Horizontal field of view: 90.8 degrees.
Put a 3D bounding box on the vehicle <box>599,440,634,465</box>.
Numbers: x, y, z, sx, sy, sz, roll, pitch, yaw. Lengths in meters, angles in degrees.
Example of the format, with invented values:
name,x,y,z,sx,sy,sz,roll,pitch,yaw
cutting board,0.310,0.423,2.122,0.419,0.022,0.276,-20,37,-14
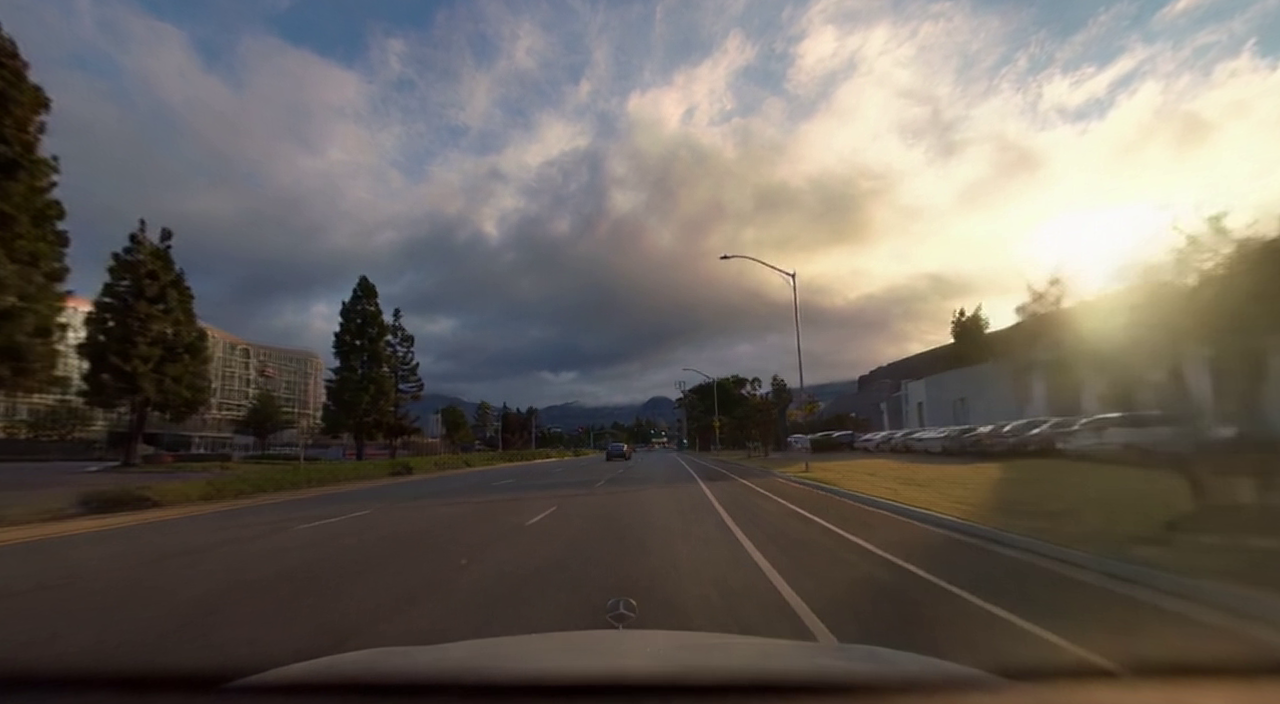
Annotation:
name,x,y,z,sx,sy,sz,roll,pitch,yaw
vehicle,-1.607,7.171,45.054,2.121,1.654,3.993,0,-9,3
